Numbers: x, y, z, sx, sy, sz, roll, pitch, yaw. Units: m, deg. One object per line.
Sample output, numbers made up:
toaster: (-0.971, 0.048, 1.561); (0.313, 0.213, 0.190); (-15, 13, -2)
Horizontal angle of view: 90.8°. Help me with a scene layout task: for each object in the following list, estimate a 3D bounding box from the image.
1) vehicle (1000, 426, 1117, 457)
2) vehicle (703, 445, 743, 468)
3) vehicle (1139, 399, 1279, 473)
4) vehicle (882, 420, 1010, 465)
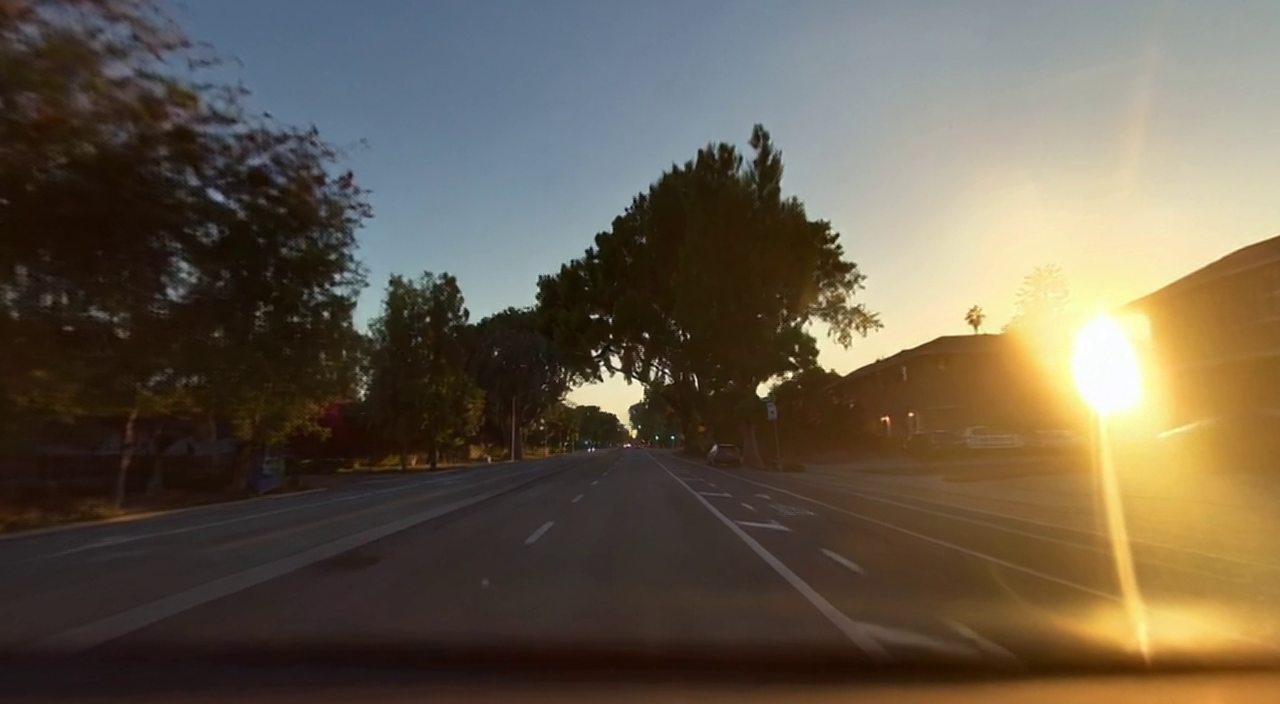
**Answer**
vehicle: (21.016, 4.522, 31.844); (4.479, 1.474, 1.907); (0, -8, -1)
vehicle: (5.259, 6.706, 40.769); (1.984, 1.418, 4.709); (0, -9, 1)
vehicle: (15.137, 2.122, 15.604); (1.908, 1.610, 4.582); (0, -9, 2)
vehicle: (15.193, 4.557, 31.603); (5.136, 1.795, 2.244); (-4, -9, -3)
